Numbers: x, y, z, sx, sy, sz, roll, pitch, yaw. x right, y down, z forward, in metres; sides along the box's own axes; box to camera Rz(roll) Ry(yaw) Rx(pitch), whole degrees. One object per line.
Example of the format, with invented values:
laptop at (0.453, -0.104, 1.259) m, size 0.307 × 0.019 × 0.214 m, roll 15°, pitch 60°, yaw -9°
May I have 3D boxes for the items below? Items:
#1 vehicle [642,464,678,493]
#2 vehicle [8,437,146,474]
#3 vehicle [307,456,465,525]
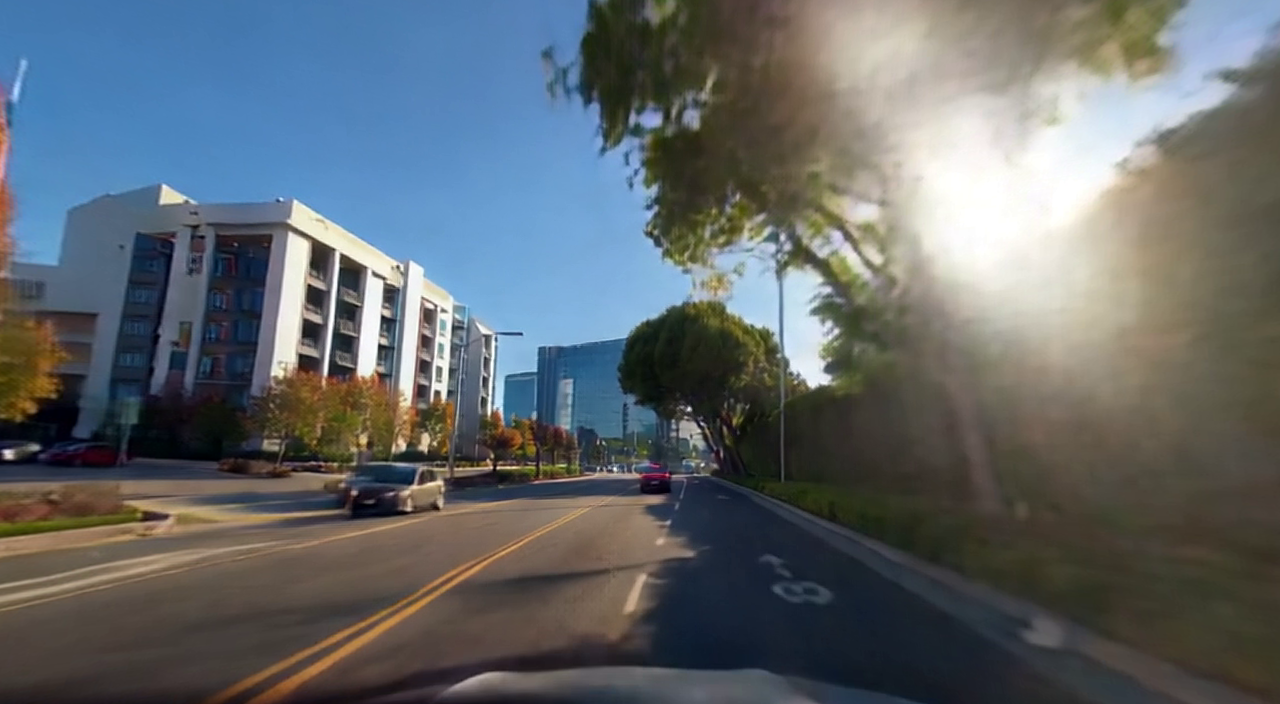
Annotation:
vehicle at (1.290, 7.802, 38.935) m, size 2.067 × 1.629 × 3.858 m, roll 0°, pitch -10°, yaw 4°
vehicle at (-31.999, 5.978, 35.914) m, size 2.033 × 1.959 × 5.294 m, roll -4°, pitch -11°, yaw 24°
vehicle at (-6.365, 3.551, 16.492) m, size 1.979 × 1.499 × 4.666 m, roll 0°, pitch -10°, yaw 3°
